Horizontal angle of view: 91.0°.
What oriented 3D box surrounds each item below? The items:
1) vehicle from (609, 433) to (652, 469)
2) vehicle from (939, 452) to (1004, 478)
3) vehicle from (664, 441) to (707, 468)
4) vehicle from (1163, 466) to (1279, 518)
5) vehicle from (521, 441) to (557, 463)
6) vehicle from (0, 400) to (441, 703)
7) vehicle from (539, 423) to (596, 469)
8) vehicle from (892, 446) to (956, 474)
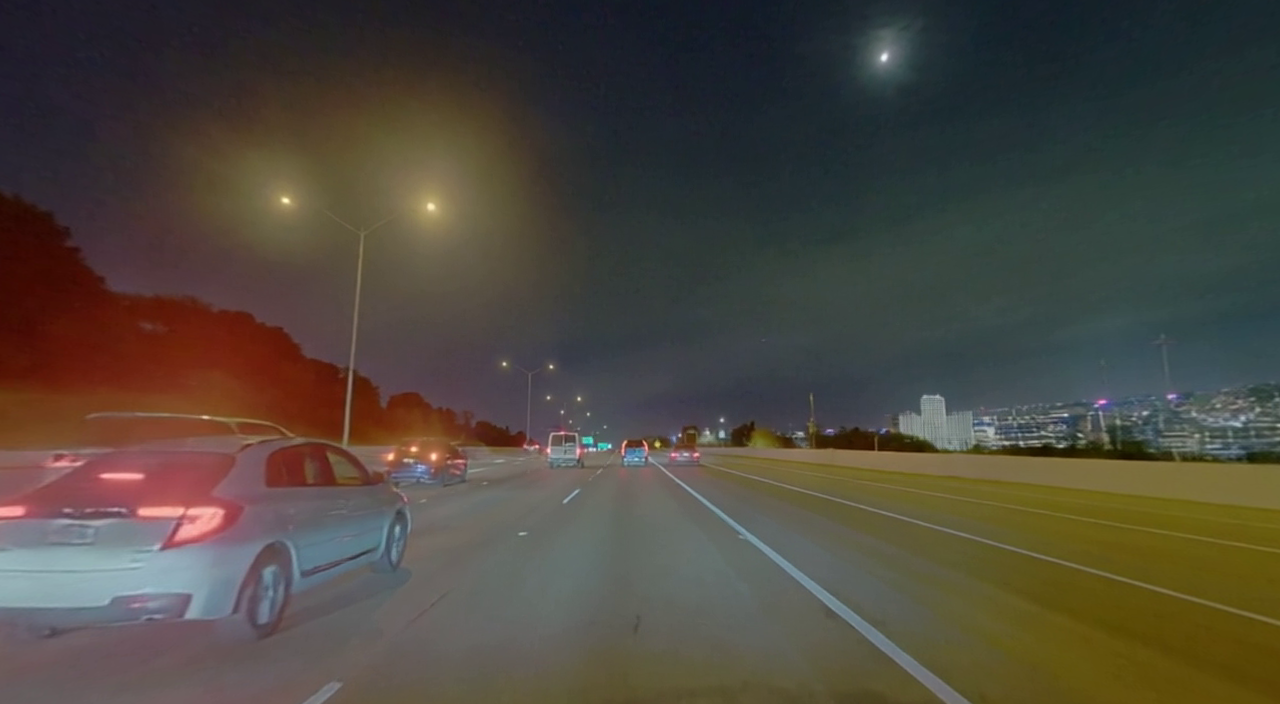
[{"bbox_3d":[-0.512,5.460,34.776,2.207,1.807,4.199,0,-9,-1],"label":"vehicle"},{"bbox_3d":[20.818,7.114,39.768,1.789,1.531,3.983,1,-9,-2],"label":"vehicle"},{"bbox_3d":[2.701,6.205,38.309,2.127,1.513,4.501,0,-9,-2],"label":"vehicle"},{"bbox_3d":[20.957,4.748,21.704,1.896,1.474,4.502,0,-9,-1],"label":"vehicle"},{"bbox_3d":[-7.264,7.217,45.573,1.902,1.470,3.851,0,-9,0],"label":"vehicle"},{"bbox_3d":[-3.320,1.306,5.157,1.963,1.507,4.172,0,-9,1],"label":"vehicle"},{"bbox_3d":[-3.828,5.178,34.663,2.504,2.276,5.933,0,-9,-1],"label":"vehicle"},{"bbox_3d":[20.685,7.848,46.073,2.083,1.873,5.209,0,-9,-2],"label":"vehicle"}]
